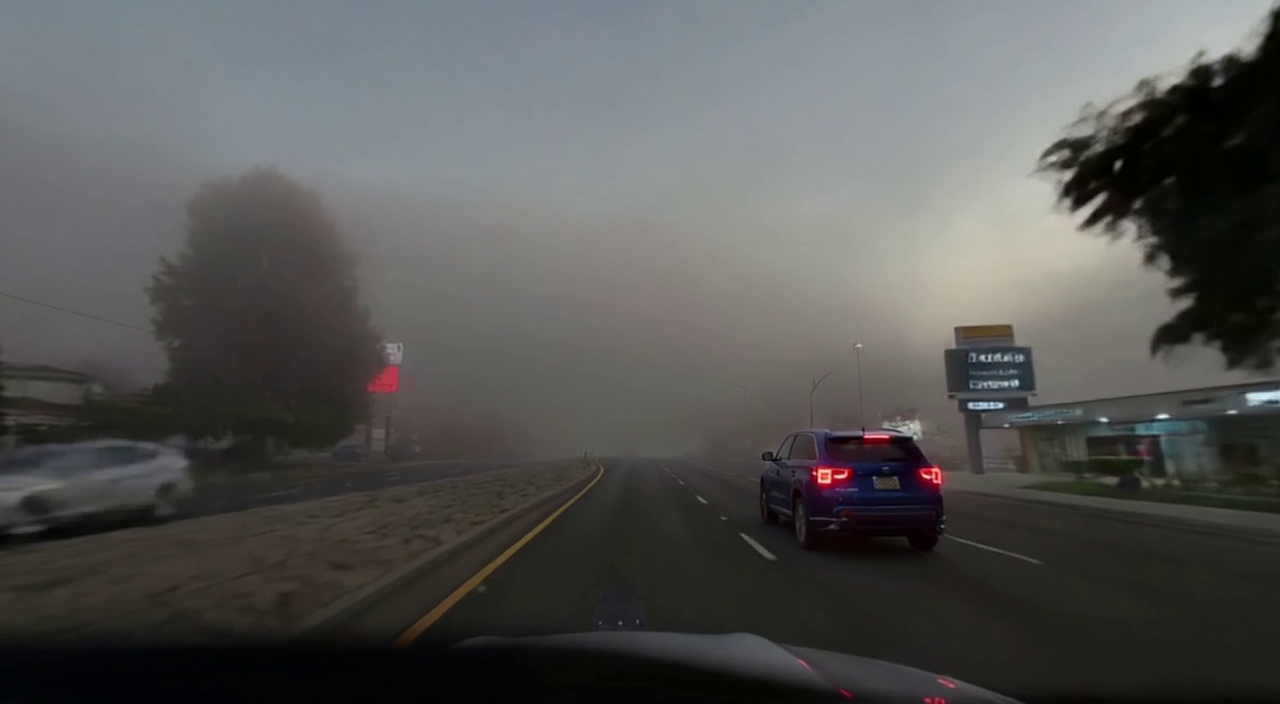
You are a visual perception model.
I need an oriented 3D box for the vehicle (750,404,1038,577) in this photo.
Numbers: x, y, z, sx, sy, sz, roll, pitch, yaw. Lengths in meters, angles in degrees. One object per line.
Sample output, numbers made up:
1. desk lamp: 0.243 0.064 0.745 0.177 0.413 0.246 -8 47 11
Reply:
1. vehicle: 3.082 1.809 9.032 2.130 1.790 4.615 1 -9 -1
